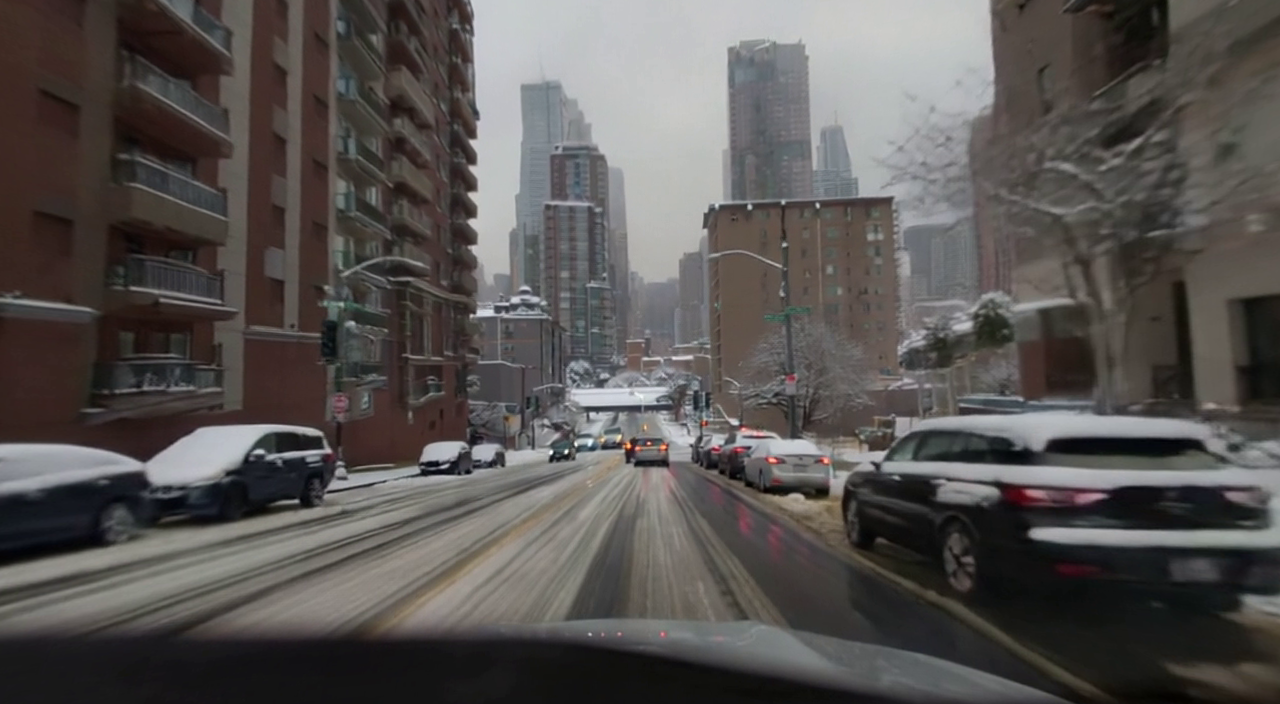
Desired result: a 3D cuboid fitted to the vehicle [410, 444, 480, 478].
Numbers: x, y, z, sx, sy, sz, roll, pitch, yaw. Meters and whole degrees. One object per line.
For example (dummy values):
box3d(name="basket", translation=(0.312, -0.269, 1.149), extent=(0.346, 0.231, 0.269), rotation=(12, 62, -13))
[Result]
box3d(name="vehicle", translation=(-9.082, 5.079, 29.723), extent=(2.021, 1.474, 4.337), rotation=(0, -8, -1))

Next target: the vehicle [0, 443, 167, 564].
box3d(name="vehicle", translation=(-9.360, 2.036, 8.608), extent=(2.089, 1.549, 4.597), rotation=(-1, -8, 2))

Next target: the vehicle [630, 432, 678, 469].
box3d(name="vehicle", translation=(0.670, 4.978, 32.021), extent=(2.261, 1.740, 4.065), rotation=(0, -8, 1))

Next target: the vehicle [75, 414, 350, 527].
box3d(name="vehicle", translation=(-9.196, 2.602, 14.457), extent=(2.457, 2.048, 5.461), rotation=(0, -8, 0))

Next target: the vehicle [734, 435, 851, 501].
box3d(name="vehicle", translation=(3.731, 2.921, 16.313), extent=(2.033, 1.470, 4.502), rotation=(0, -8, 2))

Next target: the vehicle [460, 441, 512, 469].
box3d(name="vehicle", translation=(-9.122, 6.138, 37.662), extent=(2.002, 1.546, 4.339), rotation=(0, -8, 0))

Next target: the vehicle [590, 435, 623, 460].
box3d(name="vehicle", translation=(-2.442, 7.083, 46.849), extent=(2.219, 1.746, 4.197), rotation=(0, -8, 0))

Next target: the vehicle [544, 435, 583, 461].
box3d(name="vehicle", translation=(-5.751, 7.325, 48.130), extent=(2.345, 1.831, 4.828), rotation=(0, -8, 1))

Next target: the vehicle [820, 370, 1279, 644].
box3d(name="vehicle", translation=(3.784, 1.366, 6.630), extent=(2.260, 1.789, 4.810), rotation=(0, -8, -1))
